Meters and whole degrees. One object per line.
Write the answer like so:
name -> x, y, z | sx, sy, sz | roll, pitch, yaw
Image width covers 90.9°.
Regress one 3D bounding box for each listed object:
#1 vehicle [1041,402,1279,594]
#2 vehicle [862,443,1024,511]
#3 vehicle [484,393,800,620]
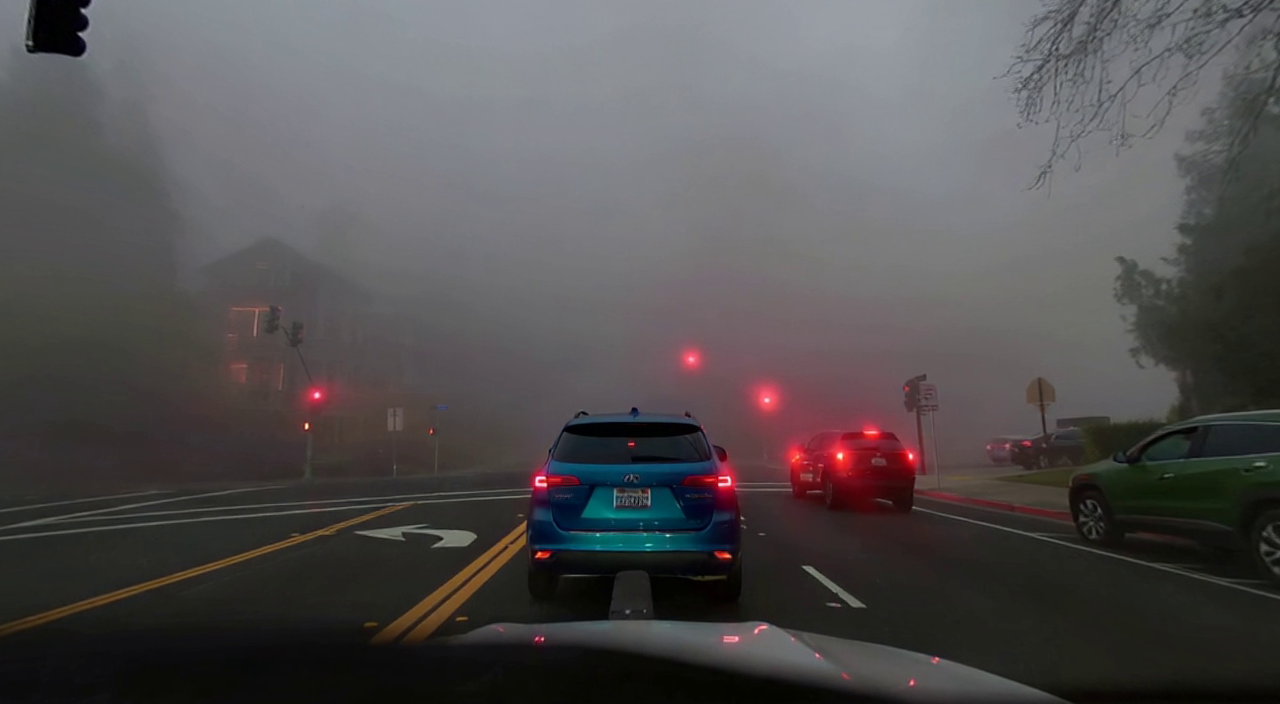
vehicle -> 7.032, 1.539, 7.040 | 1.989, 1.791, 4.735 | 0, -8, 0
vehicle -> 7.301, 3.007, 15.807 | 1.860, 1.436, 4.479 | 0, -8, 0
vehicle -> 0.047, 1.460, 6.910 | 2.322, 1.667, 4.367 | 0, -8, 1
